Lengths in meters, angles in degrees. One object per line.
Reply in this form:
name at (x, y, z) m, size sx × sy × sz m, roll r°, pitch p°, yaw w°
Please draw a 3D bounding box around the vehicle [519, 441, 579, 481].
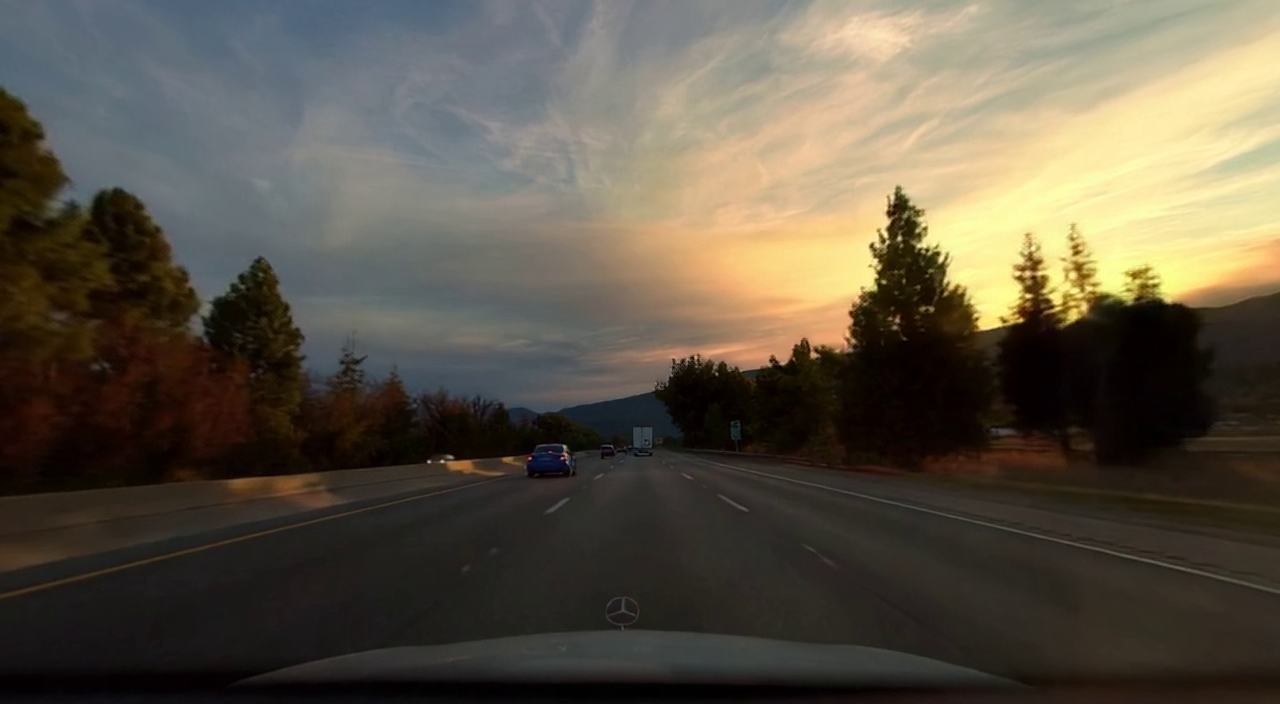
vehicle at (-3.820, 4.658, 27.099) m, size 2.018 × 1.548 × 3.849 m, roll 0°, pitch -9°, yaw 0°
